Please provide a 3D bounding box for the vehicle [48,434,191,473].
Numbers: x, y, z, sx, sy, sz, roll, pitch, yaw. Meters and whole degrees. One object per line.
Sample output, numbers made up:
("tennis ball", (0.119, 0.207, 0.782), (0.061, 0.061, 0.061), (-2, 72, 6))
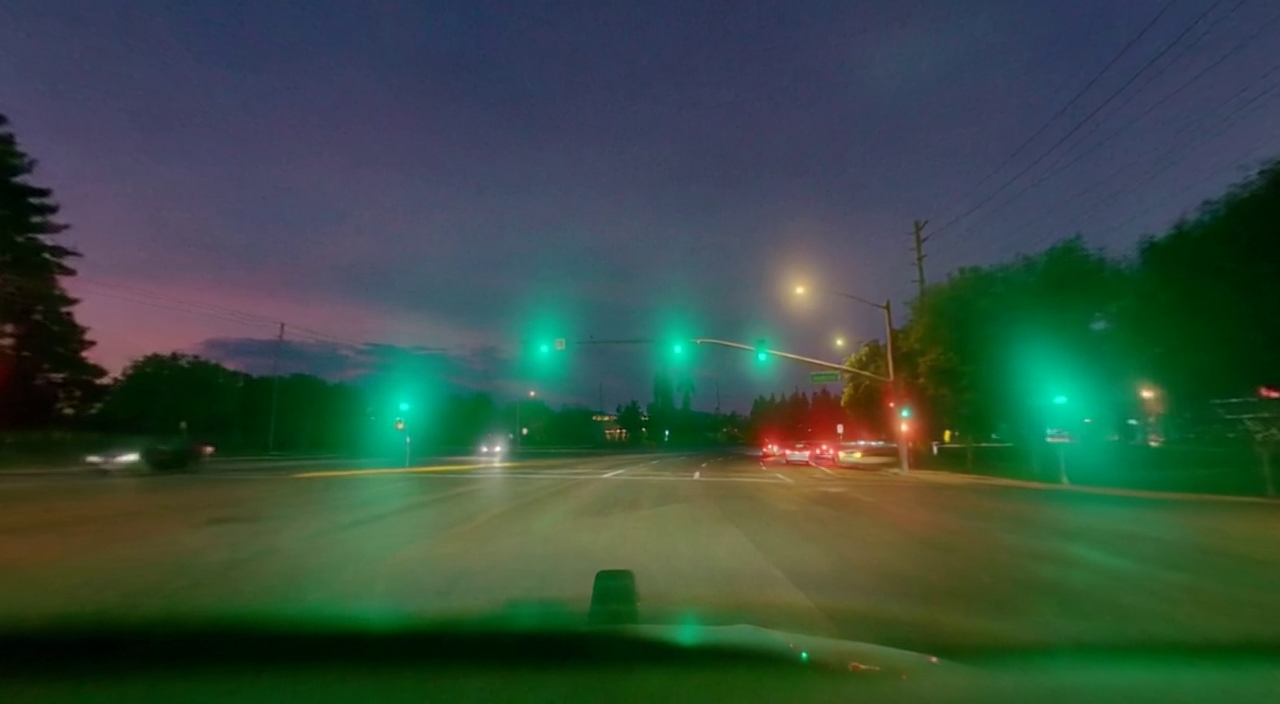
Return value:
("vehicle", (-21.416, 4.200, 26.300), (1.844, 1.455, 4.538), (-1, -9, 5))
